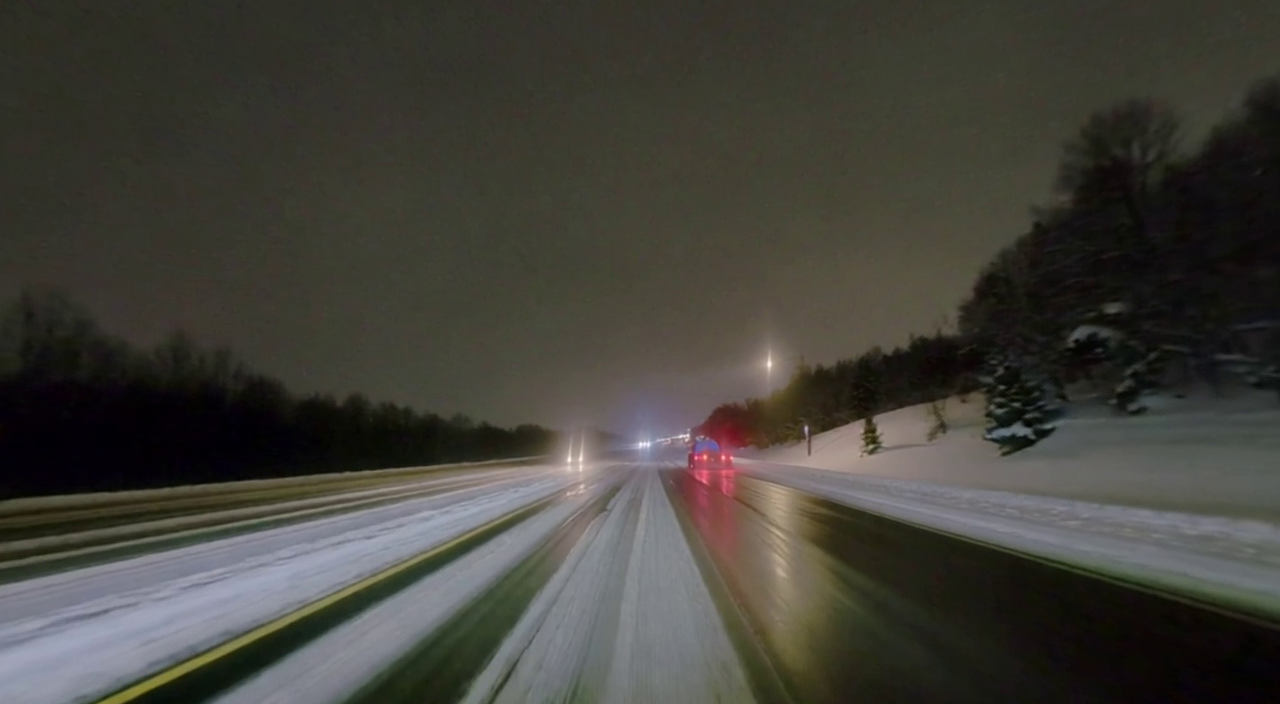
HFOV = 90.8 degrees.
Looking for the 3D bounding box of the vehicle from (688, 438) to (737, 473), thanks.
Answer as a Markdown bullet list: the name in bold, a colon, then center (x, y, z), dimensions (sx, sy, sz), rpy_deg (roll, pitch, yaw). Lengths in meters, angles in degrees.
- **vehicle**: center (4.341, 6.317, 38.593), dimensions (2.309, 2.003, 5.139), rpy_deg (0, -9, -1)
